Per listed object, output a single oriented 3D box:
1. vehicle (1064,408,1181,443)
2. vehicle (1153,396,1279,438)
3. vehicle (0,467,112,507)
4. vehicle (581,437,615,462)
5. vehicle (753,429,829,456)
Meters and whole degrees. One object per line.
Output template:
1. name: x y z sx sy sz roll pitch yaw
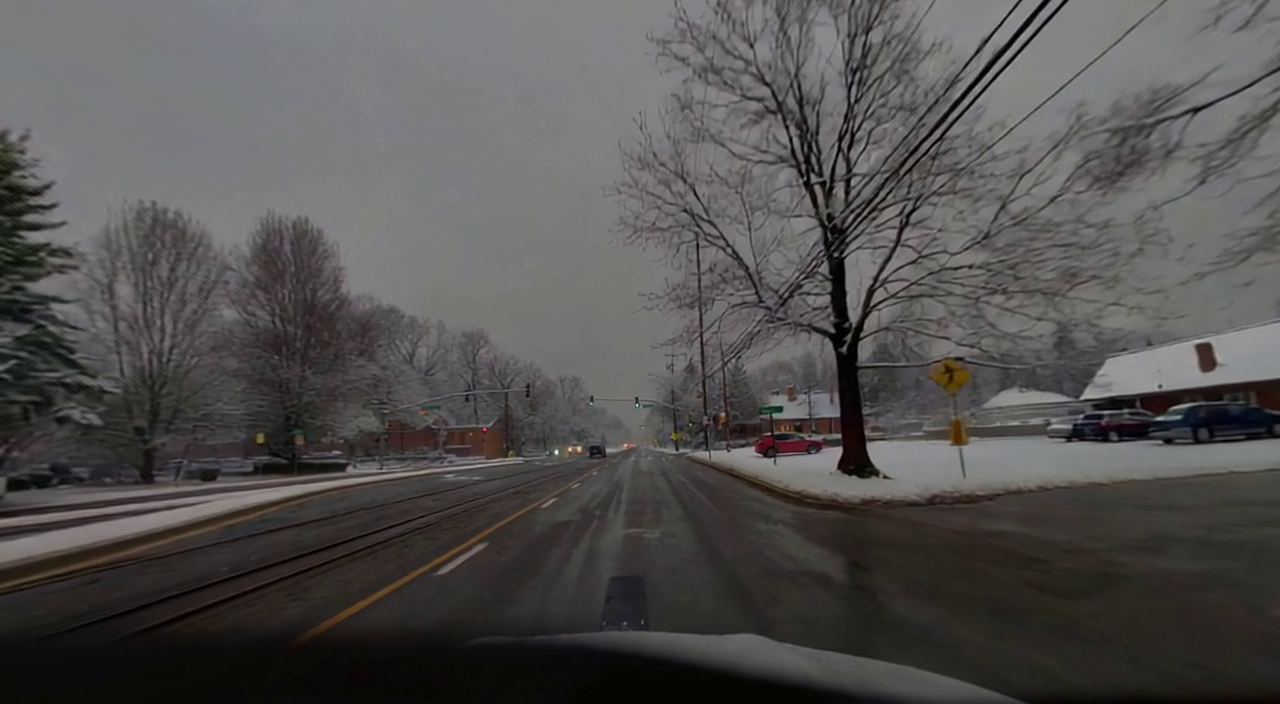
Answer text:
1. vehicle: 25.265 3.866 33.099 4.461 1.695 1.999 -1 -7 0
2. vehicle: 25.550 2.858 27.475 4.690 1.742 2.008 0 -7 -4
3. vehicle: -27.064 6.075 28.513 4.519 1.598 2.055 -1 -8 2
4. vehicle: -3.163 7.490 48.689 2.229 1.821 4.681 -1 -8 1
5. vehicle: 10.573 6.365 44.423 4.765 1.738 2.101 0 -8 -3
